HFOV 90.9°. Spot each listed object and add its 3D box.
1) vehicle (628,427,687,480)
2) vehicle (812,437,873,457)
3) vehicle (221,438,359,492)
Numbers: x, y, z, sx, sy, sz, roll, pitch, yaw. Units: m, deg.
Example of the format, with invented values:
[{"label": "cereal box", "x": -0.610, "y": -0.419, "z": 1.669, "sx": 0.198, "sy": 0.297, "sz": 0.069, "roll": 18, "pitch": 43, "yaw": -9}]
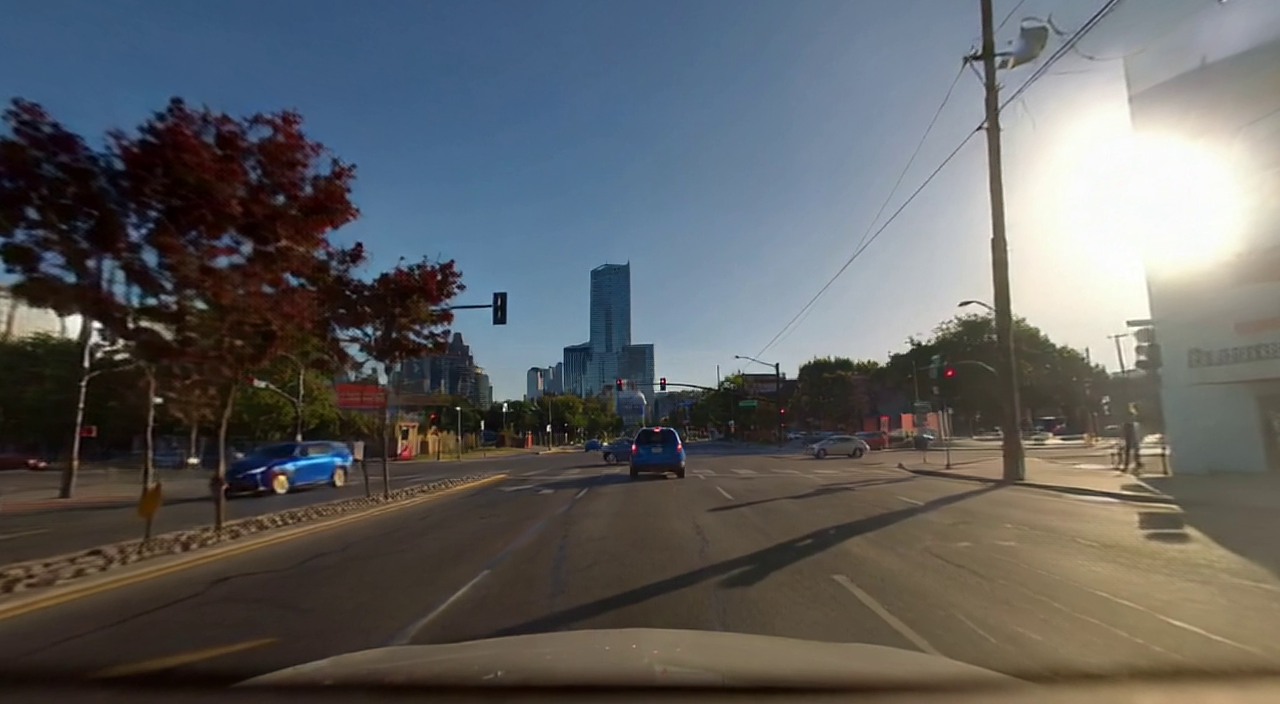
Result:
[{"label": "vehicle", "x": 0.616, "y": 3.744, "z": 23.497, "sx": 1.994, "sy": 1.759, "sz": 4.186, "roll": 0, "pitch": -8, "yaw": 1}, {"label": "vehicle", "x": 15.273, "y": 7.217, "z": 47.714, "sx": 3.963, "sy": 1.480, "sz": 1.774, "roll": -1, "pitch": -8, "yaw": 3}, {"label": "vehicle", "x": -12.023, "y": 3.885, "z": 22.084, "sx": 1.954, "sy": 1.673, "sz": 4.460, "roll": -1, "pitch": -8, "yaw": 6}]
